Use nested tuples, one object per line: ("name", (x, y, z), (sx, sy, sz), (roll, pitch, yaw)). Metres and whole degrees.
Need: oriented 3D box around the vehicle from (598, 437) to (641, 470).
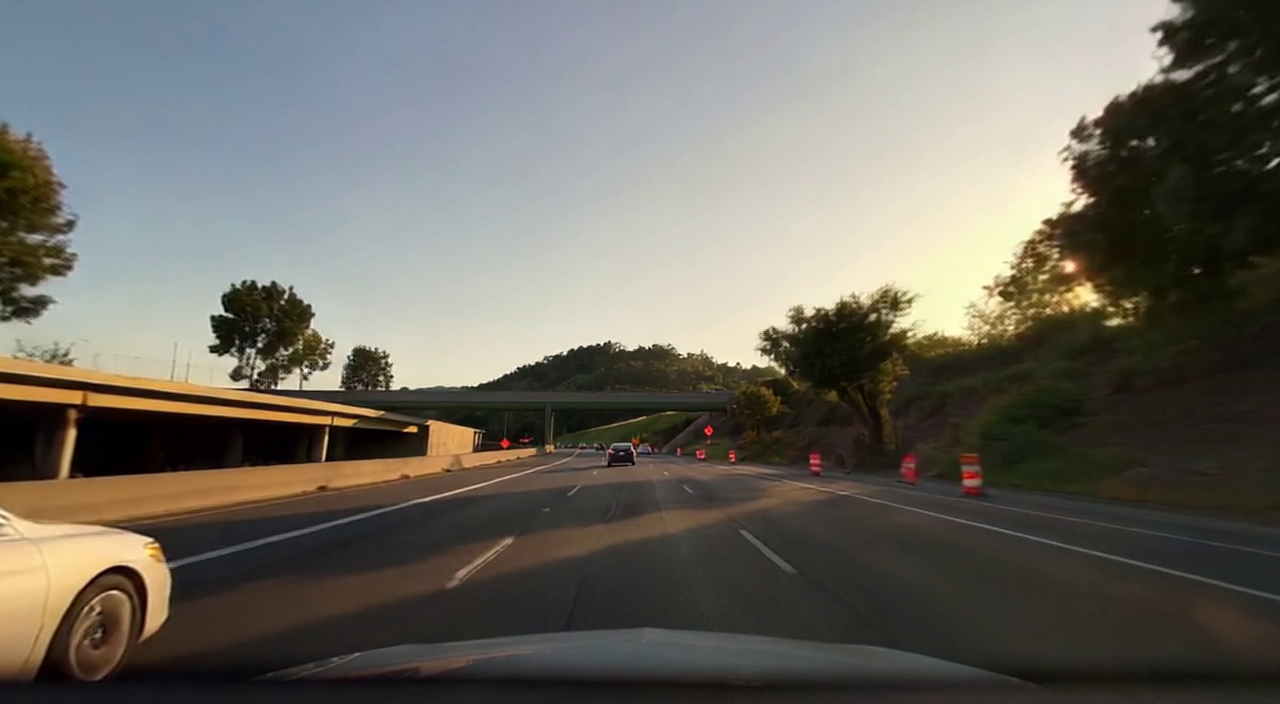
("vehicle", (-1.256, 5.943, 37.229), (2.328, 1.805, 4.502), (0, -8, -3))
